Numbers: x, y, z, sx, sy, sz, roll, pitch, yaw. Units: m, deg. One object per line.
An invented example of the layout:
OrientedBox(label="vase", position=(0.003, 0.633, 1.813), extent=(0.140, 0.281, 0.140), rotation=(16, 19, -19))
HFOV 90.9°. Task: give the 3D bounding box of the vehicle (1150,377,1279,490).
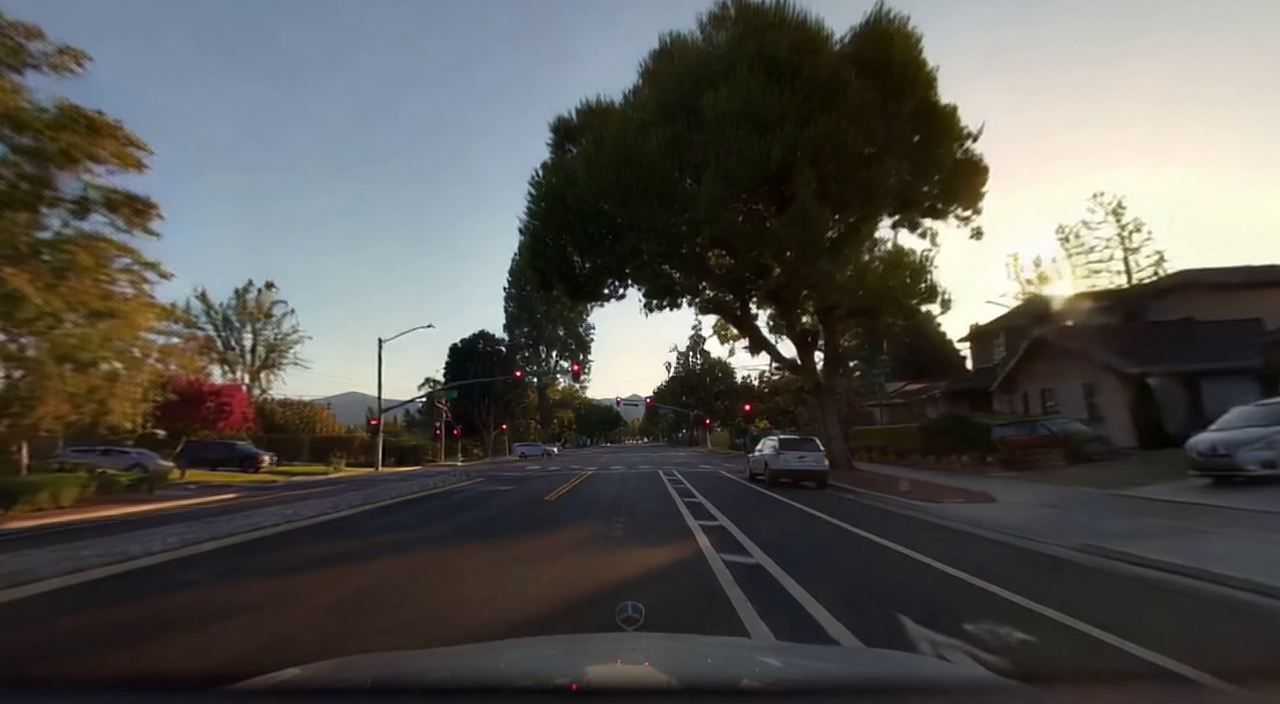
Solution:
OrientedBox(label="vehicle", position=(12.763, 1.365, 12.123), extent=(3.956, 1.635, 2.017), rotation=(-10, -6, -1))

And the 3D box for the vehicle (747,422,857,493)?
OrientedBox(label="vehicle", position=(4.685, 3.126, 19.041), extent=(2.170, 1.869, 4.594), rotation=(0, -8, 2))

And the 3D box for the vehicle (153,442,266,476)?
OrientedBox(label="vehicle", position=(-22.219, 5.516, 32.664), extent=(4.334, 1.668, 2.069), rotation=(0, -8, 0))
